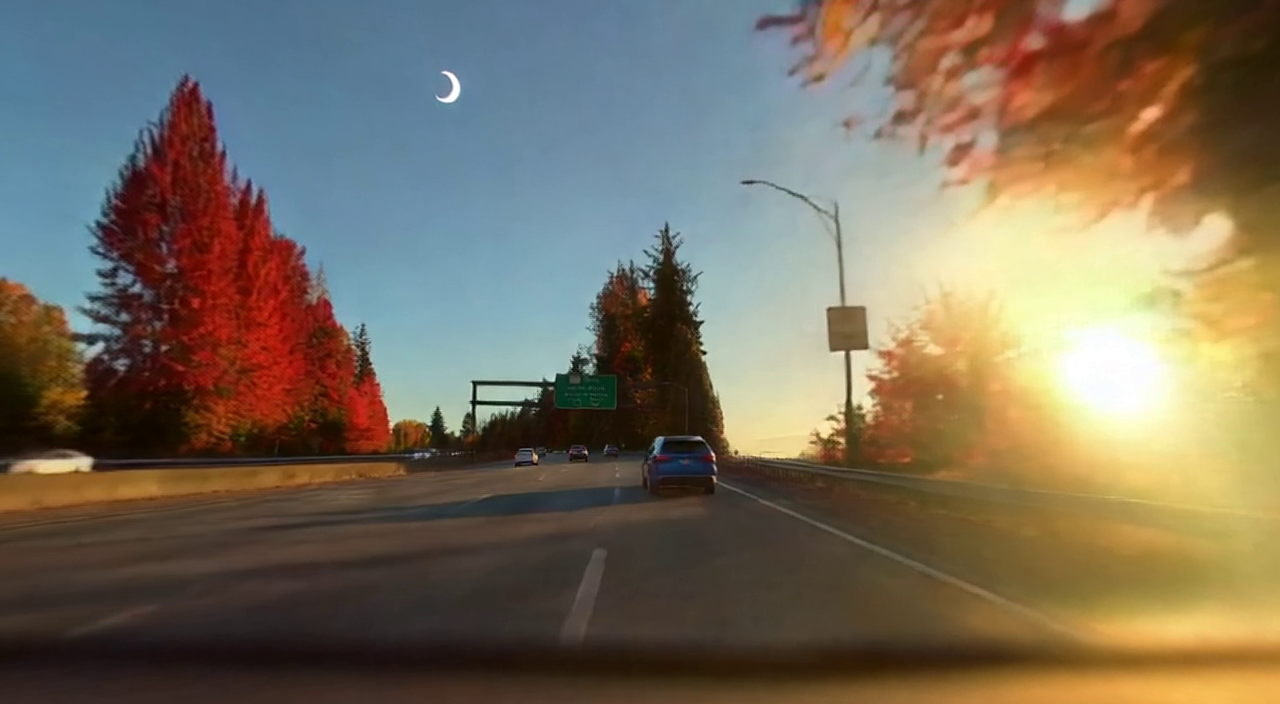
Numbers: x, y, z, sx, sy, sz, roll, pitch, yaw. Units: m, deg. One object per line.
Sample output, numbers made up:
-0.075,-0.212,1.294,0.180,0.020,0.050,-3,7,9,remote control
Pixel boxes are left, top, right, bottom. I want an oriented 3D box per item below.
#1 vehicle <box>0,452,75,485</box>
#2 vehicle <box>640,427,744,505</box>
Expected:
-31.329,5.795,31.596,1.835,1.492,4.512,0,-8,-1,vehicle
1.156,2.852,16.185,2.120,1.706,4.226,0,-8,-2,vehicle
